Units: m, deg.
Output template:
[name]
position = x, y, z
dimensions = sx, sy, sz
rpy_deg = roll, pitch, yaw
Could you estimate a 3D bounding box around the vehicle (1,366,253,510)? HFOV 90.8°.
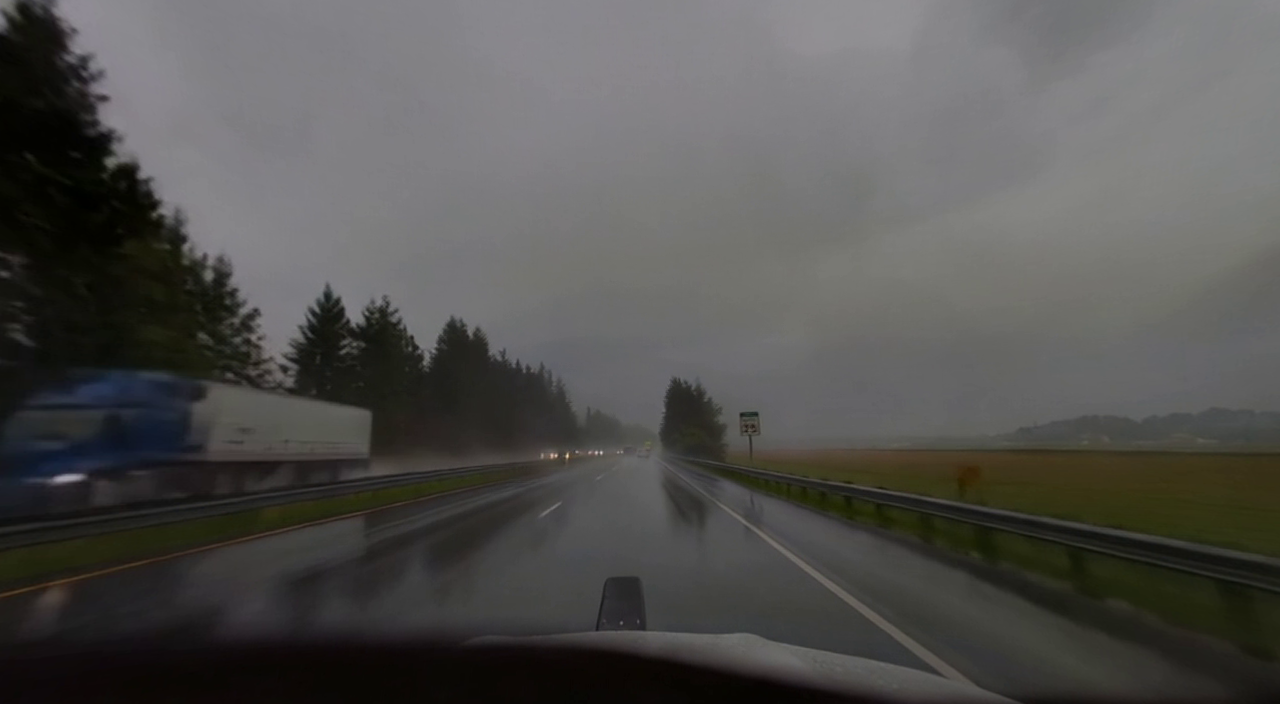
[vehicle]
position = -15.788, 2.769, 20.199
dimensions = 2.956, 3.925, 5.821
rpy_deg = 0, -9, -1
